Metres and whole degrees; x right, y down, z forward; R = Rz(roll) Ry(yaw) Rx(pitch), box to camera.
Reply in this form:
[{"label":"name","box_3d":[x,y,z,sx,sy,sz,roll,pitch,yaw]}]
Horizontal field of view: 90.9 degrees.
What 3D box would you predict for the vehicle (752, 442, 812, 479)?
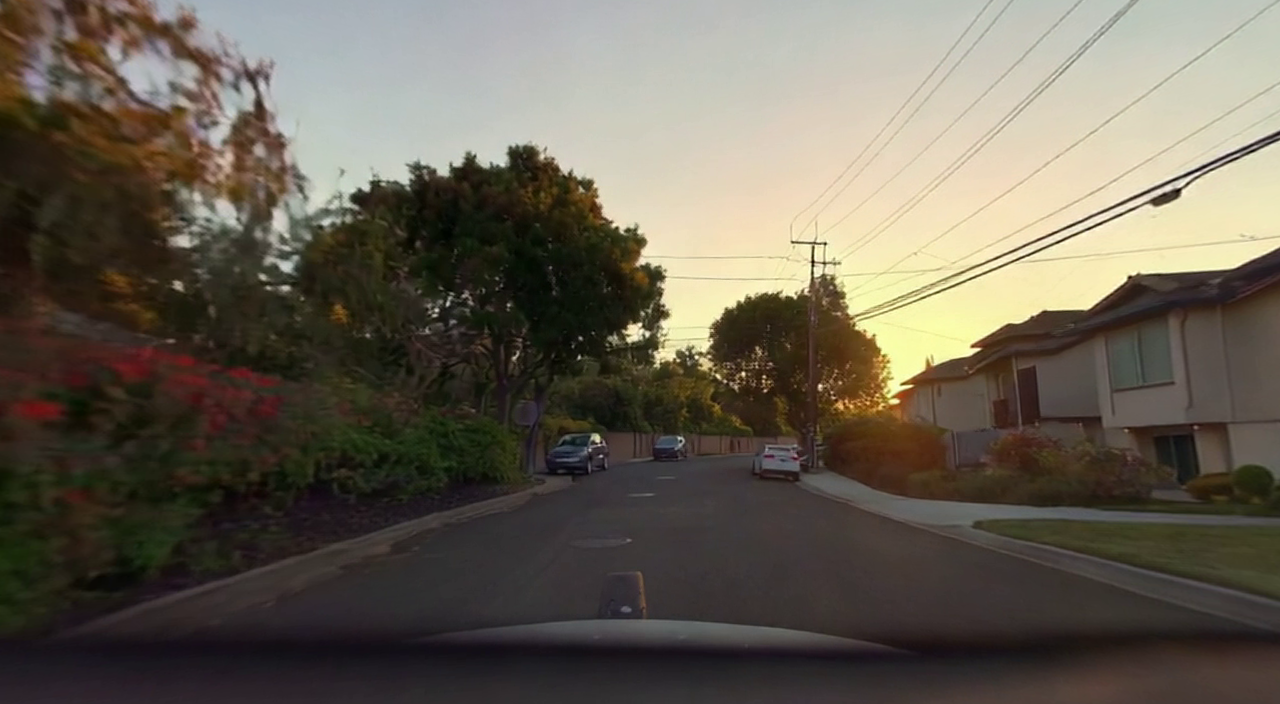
[{"label":"vehicle","box_3d":[6.249,4.792,28.283,2.151,1.468,5.066,-1,-8,8]}]
